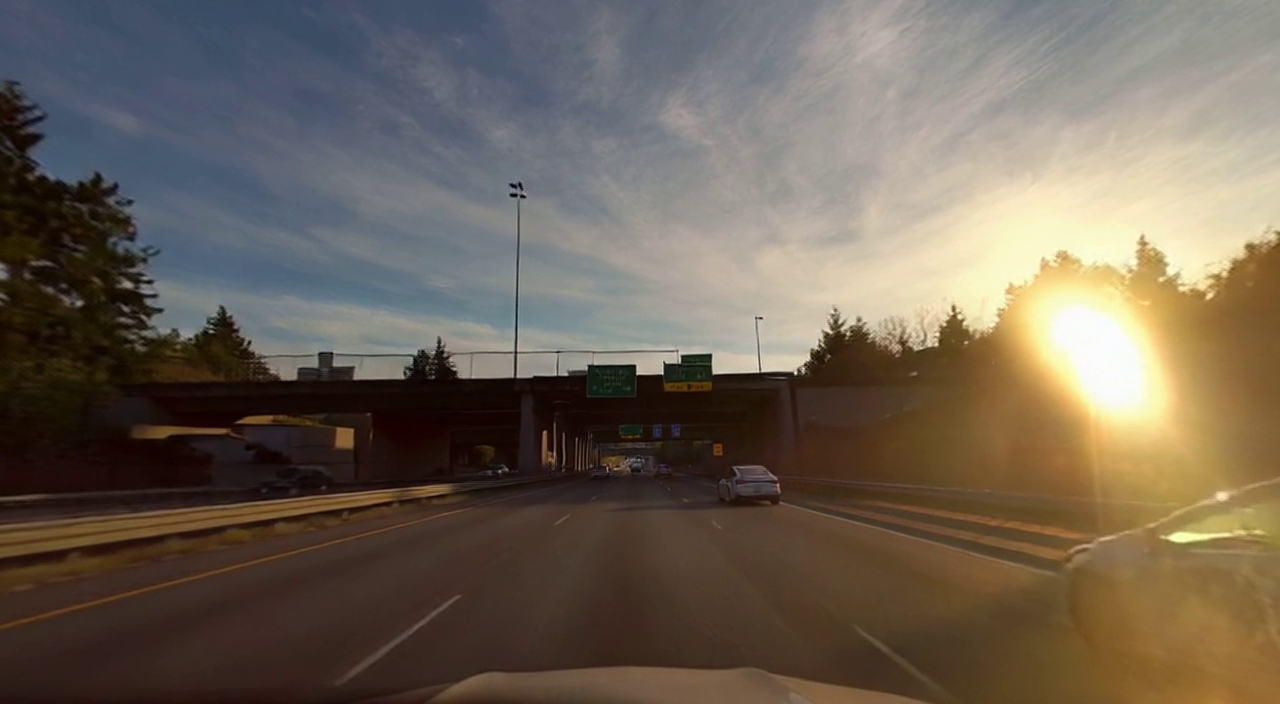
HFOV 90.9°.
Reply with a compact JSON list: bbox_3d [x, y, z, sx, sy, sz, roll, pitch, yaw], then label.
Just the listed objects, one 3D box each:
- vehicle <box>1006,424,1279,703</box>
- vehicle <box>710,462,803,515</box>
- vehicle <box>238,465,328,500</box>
[{"bbox_3d":[4.106,1.122,2.835,2.010,1.579,4.679,1,-10,-1],"label":"vehicle"},{"bbox_3d":[3.605,4.369,20.463,2.051,1.472,4.547,1,-10,-1],"label":"vehicle"},{"bbox_3d":[-16.285,5.966,28.958,1.758,1.449,3.912,1,-10,1],"label":"vehicle"}]
